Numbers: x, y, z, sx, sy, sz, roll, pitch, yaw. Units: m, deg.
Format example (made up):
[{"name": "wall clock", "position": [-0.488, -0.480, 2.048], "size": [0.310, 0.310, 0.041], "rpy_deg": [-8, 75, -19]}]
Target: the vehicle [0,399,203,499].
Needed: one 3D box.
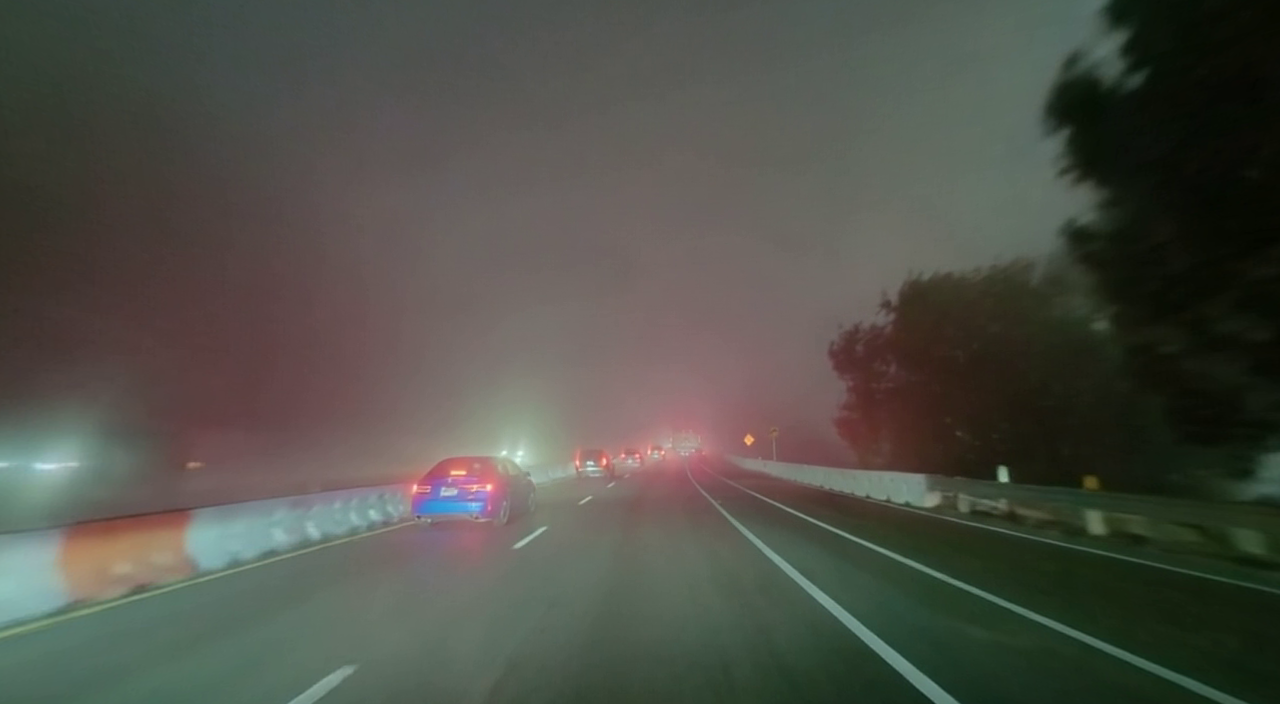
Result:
[{"name": "vehicle", "position": [-17.012, 2.966, 19.374], "size": [2.367, 2.544, 6.211], "rpy_deg": [-1, -9, 3]}]

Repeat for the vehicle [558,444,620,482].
[{"name": "vehicle", "position": [-2.088, 4.747, 27.139], "size": [2.094, 1.480, 4.124], "rpy_deg": [-1, -9, 3]}]

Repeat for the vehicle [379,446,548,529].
[{"name": "vehicle", "position": [-3.161, 2.514, 12.256], "size": [2.061, 1.330, 3.928], "rpy_deg": [0, -9, 1]}]
